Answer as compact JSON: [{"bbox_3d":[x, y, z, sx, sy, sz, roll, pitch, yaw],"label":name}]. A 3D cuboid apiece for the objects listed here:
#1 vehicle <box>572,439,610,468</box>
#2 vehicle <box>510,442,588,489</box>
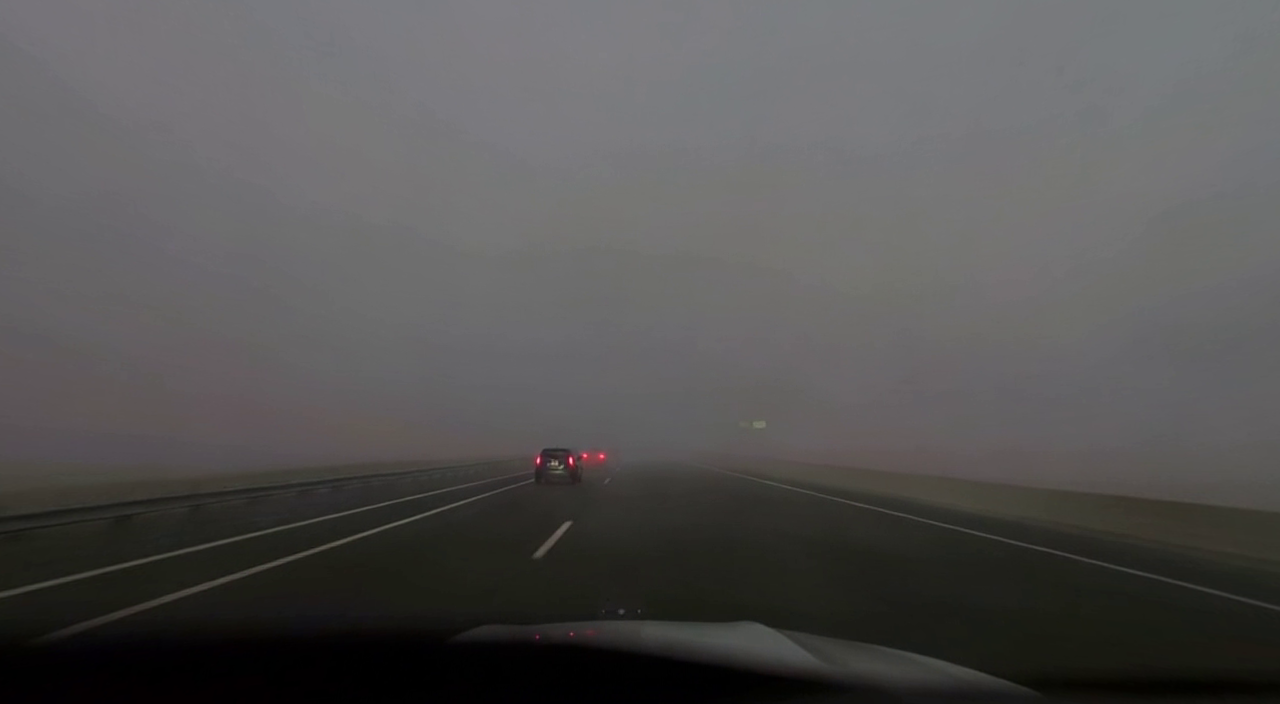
[{"bbox_3d":[-3.279,6.921,43.186,2.177,1.852,4.427,0,-9,1],"label":"vehicle"},{"bbox_3d":[-3.166,4.080,22.947,2.044,1.527,4.607,0,-9,1],"label":"vehicle"}]
